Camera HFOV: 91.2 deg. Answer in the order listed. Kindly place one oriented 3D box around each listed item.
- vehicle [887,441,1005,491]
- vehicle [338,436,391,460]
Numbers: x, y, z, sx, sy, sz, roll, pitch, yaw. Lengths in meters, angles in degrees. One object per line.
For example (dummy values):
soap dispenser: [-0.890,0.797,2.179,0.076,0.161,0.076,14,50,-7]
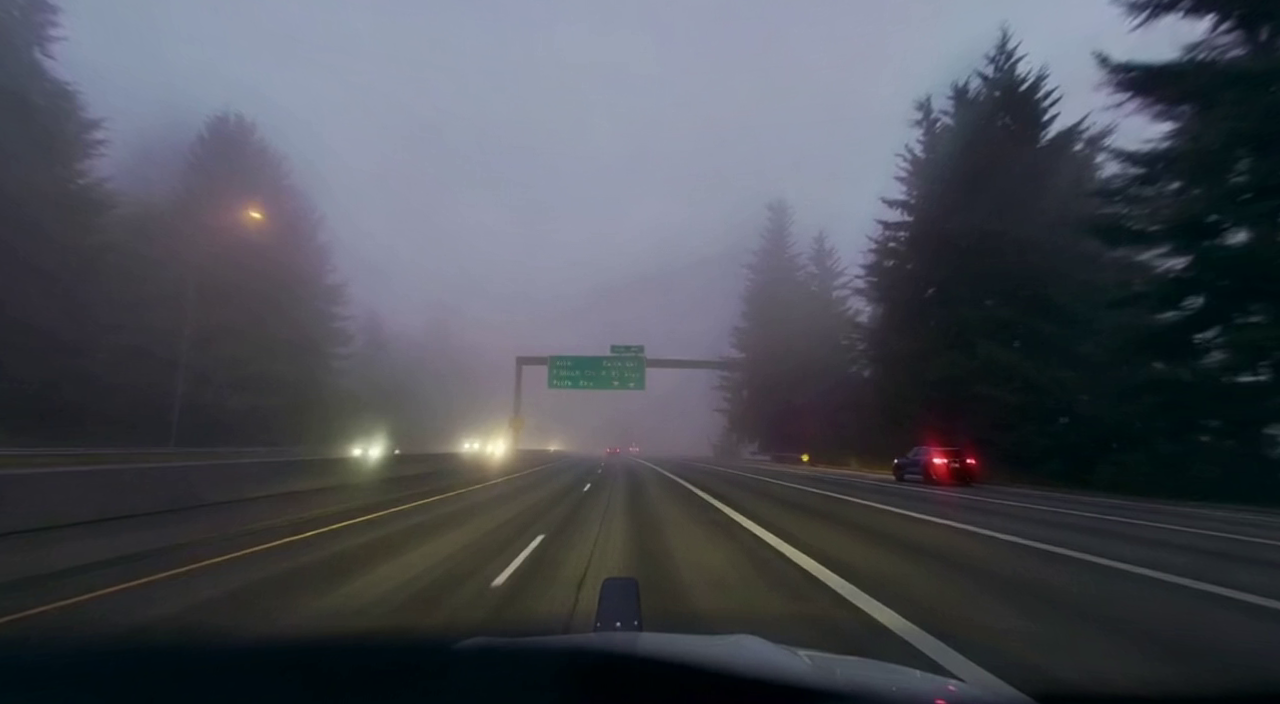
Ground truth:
vehicle: [9.914,3.698,20.645,1.853,1.463,3.780,0,-9,-2]
vehicle: [-17.883,6.262,40.830,1.750,1.484,3.830,0,-9,-1]
